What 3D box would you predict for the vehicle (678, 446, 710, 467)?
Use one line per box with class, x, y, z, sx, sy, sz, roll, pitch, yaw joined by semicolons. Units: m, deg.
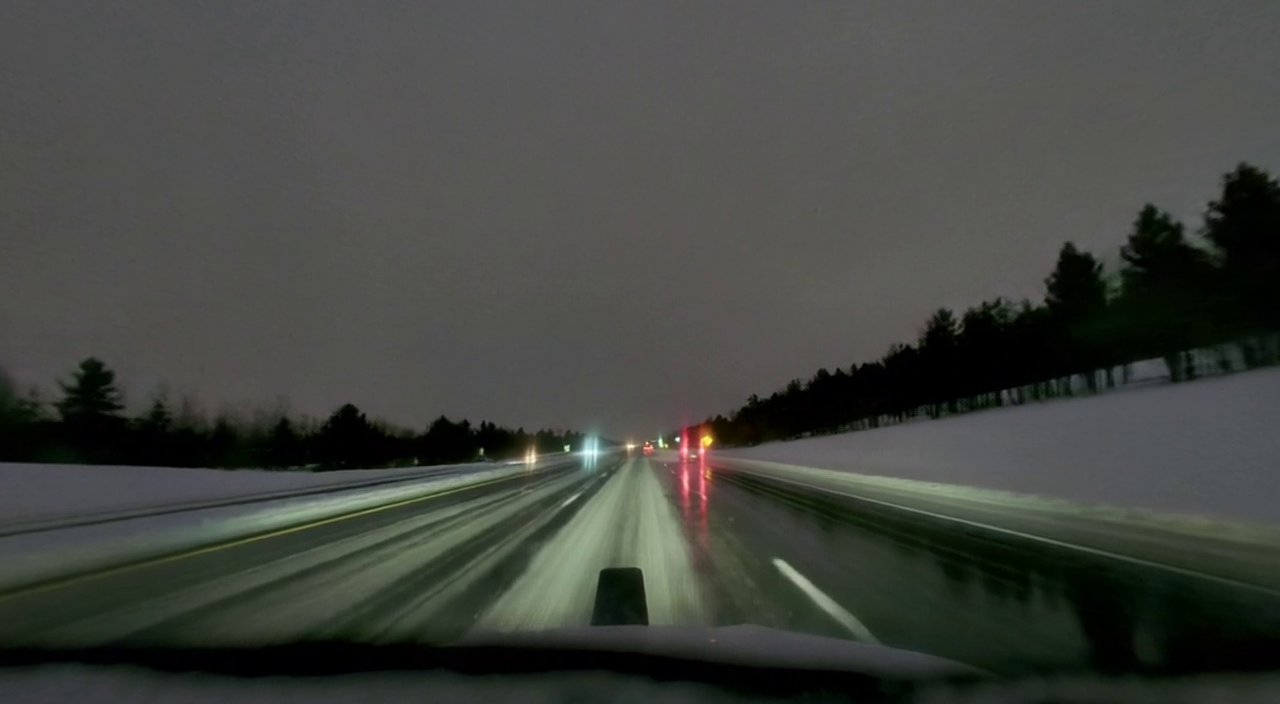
vehicle;4.075;7.918;48.128;2.003;1.520;4.058;0;-8;0
